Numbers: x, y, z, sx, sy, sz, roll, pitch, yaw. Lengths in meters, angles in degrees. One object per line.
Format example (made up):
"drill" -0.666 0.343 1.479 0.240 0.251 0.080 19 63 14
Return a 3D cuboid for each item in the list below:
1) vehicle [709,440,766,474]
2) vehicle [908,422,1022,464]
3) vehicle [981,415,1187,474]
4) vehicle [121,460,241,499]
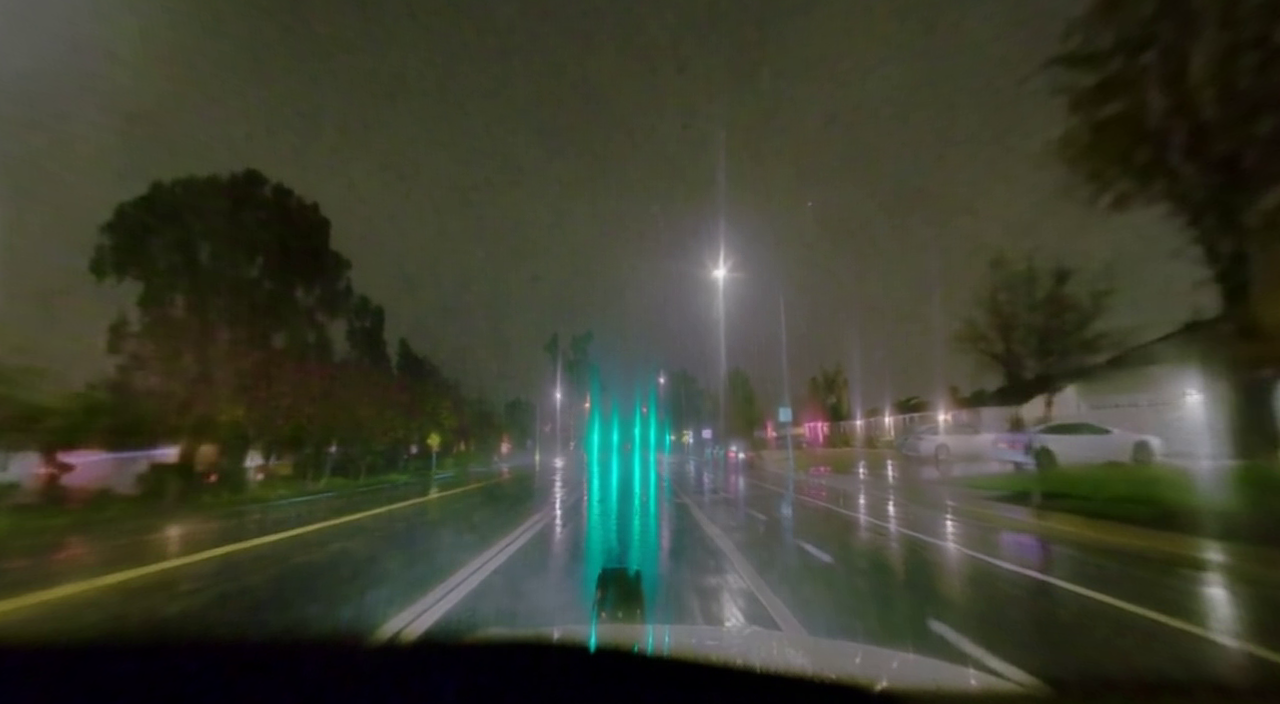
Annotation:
"vehicle" 4.843 5.313 32.103 1.995 1.553 4.628 0 -9 -2
"vehicle" 14.517 4.028 28.283 4.268 1.508 1.861 -2 -6 -15
"vehicle" 13.303 2.813 19.170 4.710 1.612 1.999 -1 -8 -2
"vehicle" -23.266 6.437 32.160 4.466 1.773 2.063 -1 -8 -2
